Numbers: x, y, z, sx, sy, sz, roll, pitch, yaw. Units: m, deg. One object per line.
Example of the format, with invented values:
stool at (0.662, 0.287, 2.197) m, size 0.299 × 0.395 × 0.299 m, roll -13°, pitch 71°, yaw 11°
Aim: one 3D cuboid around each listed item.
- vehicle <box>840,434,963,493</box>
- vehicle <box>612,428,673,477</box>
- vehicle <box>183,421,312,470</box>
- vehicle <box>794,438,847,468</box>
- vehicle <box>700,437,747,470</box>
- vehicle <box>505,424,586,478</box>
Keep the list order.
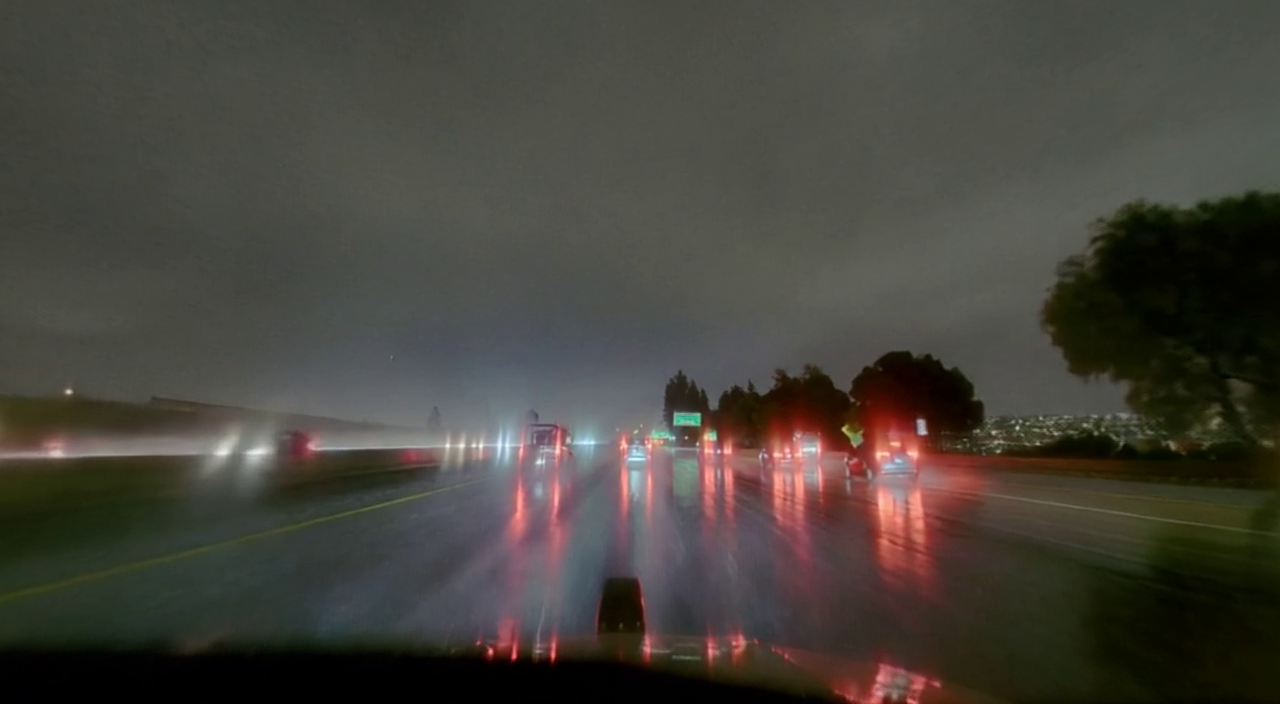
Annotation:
vehicle at (7.744, 3.339, 19.132) m, size 1.989 × 1.569 × 3.964 m, roll 0°, pitch -9°, yaw 0°
vehicle at (0.093, 3.893, 24.487) m, size 2.181 × 1.728 × 3.970 m, roll 0°, pitch -8°, yaw 0°
vehicle at (-14.188, 3.432, 23.115) m, size 1.885 × 1.593 × 4.292 m, roll 0°, pitch -8°, yaw 1°
vehicle at (11.298, 6.360, 39.811) m, size 2.010 × 1.765 × 4.375 m, roll 1°, pitch -9°, yaw -1°
vehicle at (4.614, 5.682, 35.367) m, size 2.022 × 1.682 × 4.226 m, roll 0°, pitch -8°, yaw 0°
vehicle at (-3.328, 3.640, 23.301) m, size 2.199 × 1.777 × 4.790 m, roll 0°, pitch -8°, yaw 1°
